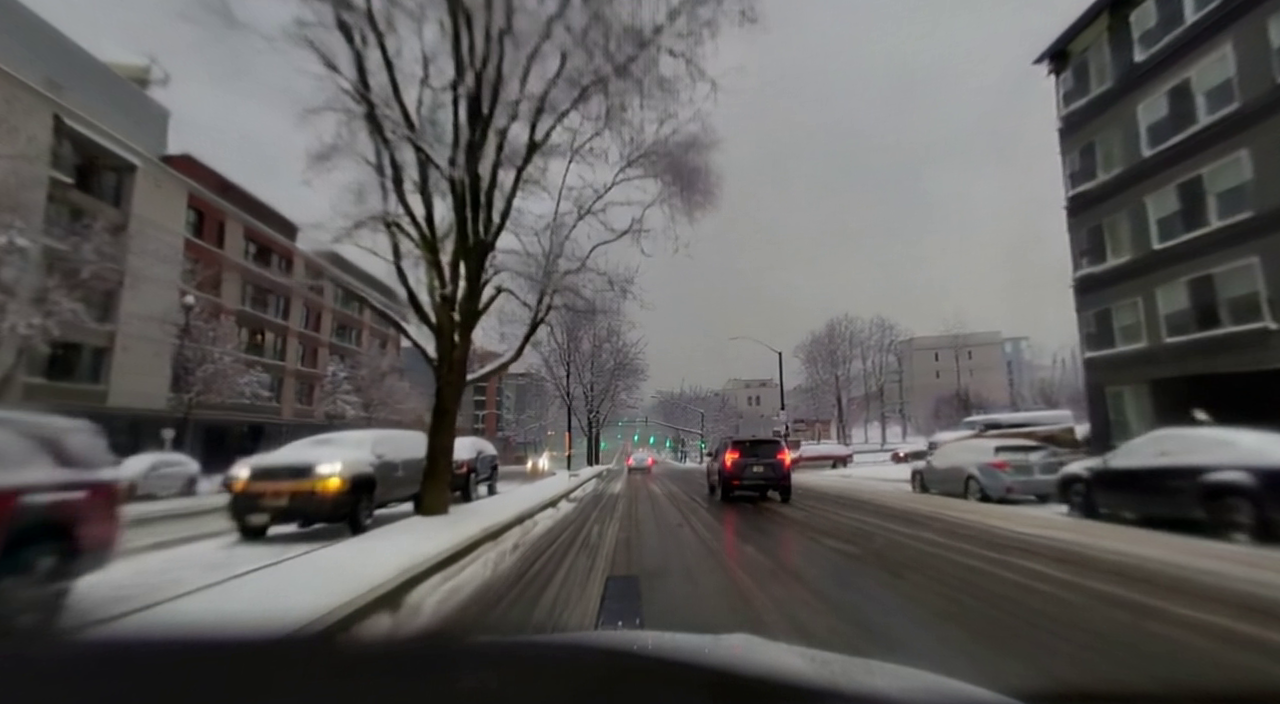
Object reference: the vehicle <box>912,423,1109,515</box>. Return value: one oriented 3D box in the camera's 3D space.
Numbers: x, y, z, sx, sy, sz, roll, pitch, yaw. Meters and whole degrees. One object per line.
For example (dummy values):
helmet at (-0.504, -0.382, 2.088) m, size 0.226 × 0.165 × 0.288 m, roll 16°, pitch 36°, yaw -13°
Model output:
vehicle at (8.952, 2.852, 15.930) m, size 1.939 × 1.927 × 4.833 m, roll 0°, pitch -8°, yaw -1°

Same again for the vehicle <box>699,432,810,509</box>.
vehicle at (3.037, 3.270, 17.966) m, size 2.129 × 1.844 × 4.767 m, roll 0°, pitch -8°, yaw -2°

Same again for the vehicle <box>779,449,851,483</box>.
vehicle at (8.708, 5.703, 31.972) m, size 1.940 × 1.512 × 5.129 m, roll 0°, pitch -8°, yaw -3°

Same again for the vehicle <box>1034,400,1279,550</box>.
vehicle at (9.046, 1.907, 10.290) m, size 1.935 × 1.875 × 5.051 m, roll 0°, pitch -9°, yaw 0°

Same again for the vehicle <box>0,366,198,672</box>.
vehicle at (-4.961, 0.885, 2.952) m, size 2.275 × 1.816 × 4.923 m, roll 0°, pitch -8°, yaw -1°

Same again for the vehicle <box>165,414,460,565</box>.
vehicle at (-4.854, 2.108, 10.666) m, size 2.009 × 1.837 × 5.590 m, roll 0°, pitch -8°, yaw 0°

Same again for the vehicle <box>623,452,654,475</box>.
vehicle at (-0.154, 7.868, 44.685) m, size 2.059 × 1.492 × 4.033 m, roll 0°, pitch -8°, yaw -2°
